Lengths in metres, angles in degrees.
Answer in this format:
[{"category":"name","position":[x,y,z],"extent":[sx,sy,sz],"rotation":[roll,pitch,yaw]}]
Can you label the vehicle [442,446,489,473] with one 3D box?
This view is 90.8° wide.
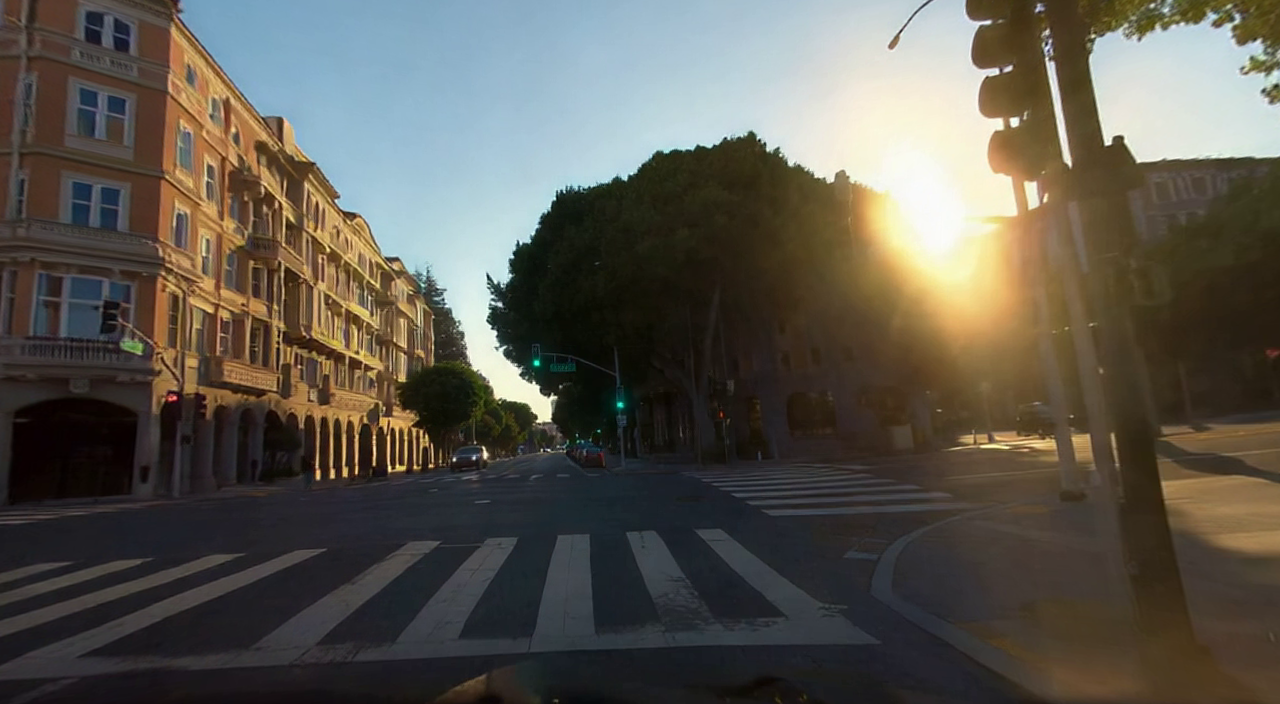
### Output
[{"category":"vehicle","position":[-10.452,6.468,38.153],"extent":[2.196,1.503,4.371],"rotation":[1,-8,-8]}]
